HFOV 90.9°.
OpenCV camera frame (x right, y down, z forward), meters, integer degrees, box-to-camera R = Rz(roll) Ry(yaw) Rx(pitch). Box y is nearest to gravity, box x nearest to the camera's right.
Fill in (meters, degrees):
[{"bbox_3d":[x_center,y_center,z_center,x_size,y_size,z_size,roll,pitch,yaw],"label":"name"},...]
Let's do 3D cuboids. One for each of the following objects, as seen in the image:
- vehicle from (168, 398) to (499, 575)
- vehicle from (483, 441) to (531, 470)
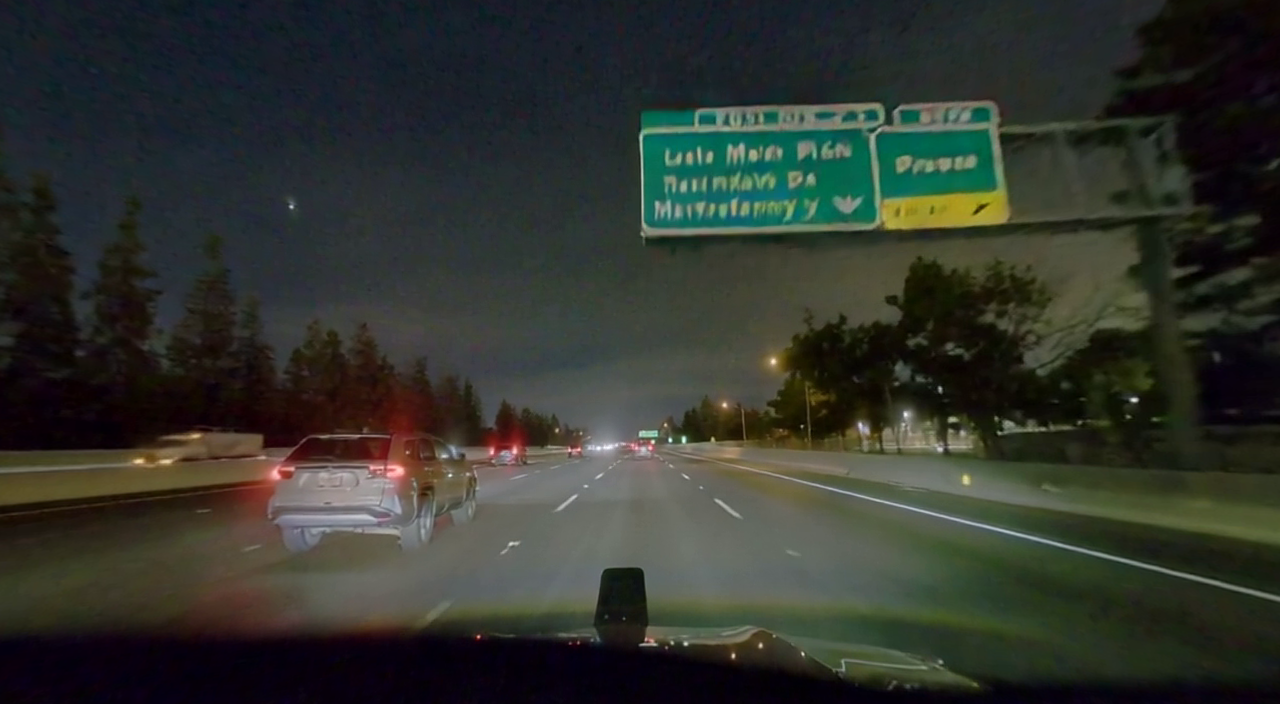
[{"bbox_3d":[-3.566,1.675,8.591,2.214,1.759,4.435,0,-8,1],"label":"vehicle"},{"bbox_3d":[-7.620,5.967,36.484,1.871,1.542,4.371,0,-8,0],"label":"vehicle"}]
